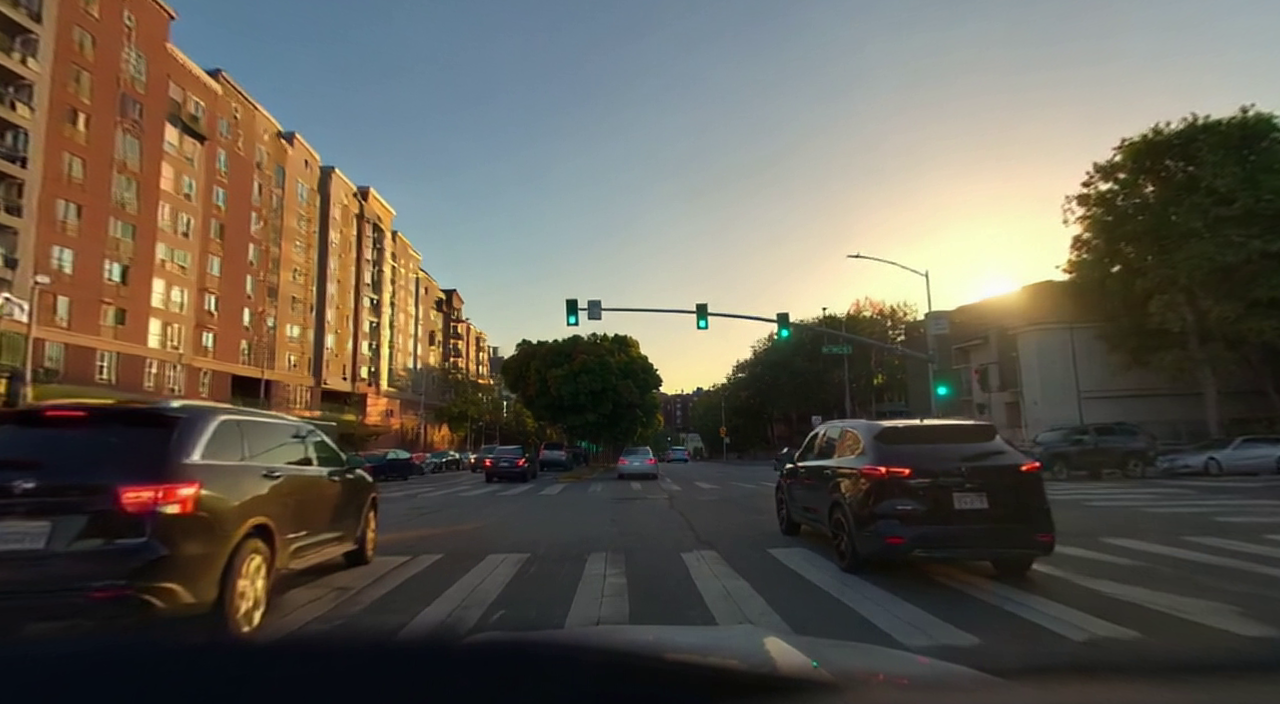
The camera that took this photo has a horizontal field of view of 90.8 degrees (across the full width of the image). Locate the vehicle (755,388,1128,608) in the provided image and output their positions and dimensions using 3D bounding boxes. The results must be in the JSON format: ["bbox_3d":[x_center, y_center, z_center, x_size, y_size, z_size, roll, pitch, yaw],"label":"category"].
[{"bbox_3d":[3.019,1.584,7.838,2.129,1.844,4.767,0,-8,-2],"label":"vehicle"}]

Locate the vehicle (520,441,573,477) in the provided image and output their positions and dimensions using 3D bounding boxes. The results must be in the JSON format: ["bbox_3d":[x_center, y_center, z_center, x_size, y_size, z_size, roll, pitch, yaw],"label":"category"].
[{"bbox_3d":[-5.102,5.877,35.081,2.275,1.816,4.923,0,-8,-1],"label":"vehicle"}]

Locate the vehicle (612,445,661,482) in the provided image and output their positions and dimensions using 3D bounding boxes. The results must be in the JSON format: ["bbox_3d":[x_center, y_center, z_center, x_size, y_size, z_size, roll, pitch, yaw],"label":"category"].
[{"bbox_3d":[-0.176,4.921,28.280,2.059,1.492,4.033,0,-8,-1],"label":"vehicle"}]

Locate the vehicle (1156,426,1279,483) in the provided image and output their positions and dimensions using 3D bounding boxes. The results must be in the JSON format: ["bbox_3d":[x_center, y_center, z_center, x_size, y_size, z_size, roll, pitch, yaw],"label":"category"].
[{"bbox_3d":[17.784,2.883,17.989,4.440,1.504,2.216,1,-8,-7],"label":"vehicle"}]

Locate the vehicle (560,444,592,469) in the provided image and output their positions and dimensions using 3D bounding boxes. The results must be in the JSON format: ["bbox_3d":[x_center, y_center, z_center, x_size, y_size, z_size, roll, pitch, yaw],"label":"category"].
[{"bbox_3d":[-4.953,8.102,49.358,2.009,1.837,5.590,0,-8,-1],"label":"vehicle"}]

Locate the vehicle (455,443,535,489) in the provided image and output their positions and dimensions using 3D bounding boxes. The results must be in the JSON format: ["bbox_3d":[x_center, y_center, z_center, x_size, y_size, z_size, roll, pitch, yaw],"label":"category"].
[{"bbox_3d":[-5.638,4.489,25.187,2.062,1.532,4.830,-2,-9,0],"label":"vehicle"}]

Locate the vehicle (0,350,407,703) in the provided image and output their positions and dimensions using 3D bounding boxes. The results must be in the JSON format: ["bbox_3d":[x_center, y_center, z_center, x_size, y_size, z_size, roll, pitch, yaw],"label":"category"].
[{"bbox_3d":[-3.550,1.246,5.178,2.031,1.873,4.581,1,-8,-7],"label":"vehicle"}]
